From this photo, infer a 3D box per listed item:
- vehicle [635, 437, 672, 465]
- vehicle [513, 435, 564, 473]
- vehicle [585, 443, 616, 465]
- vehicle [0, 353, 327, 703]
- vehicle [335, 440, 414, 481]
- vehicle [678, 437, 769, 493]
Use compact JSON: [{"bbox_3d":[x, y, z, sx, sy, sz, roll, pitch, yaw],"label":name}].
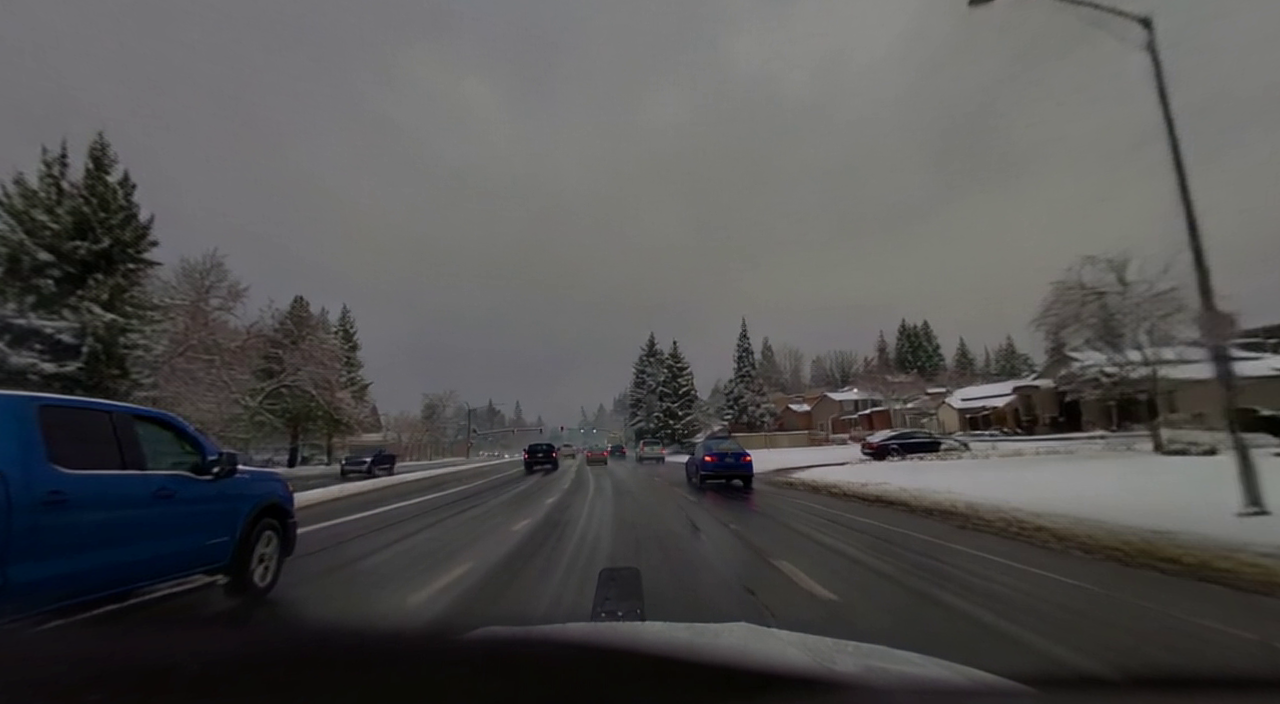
[{"bbox_3d":[0.873,6.852,43.933,2.099,1.845,4.363,1,-8,-6],"label":"vehicle"},{"bbox_3d":[-5.228,5.335,33.178,2.218,1.829,4.492,0,-8,-3],"label":"vehicle"},{"bbox_3d":[-2.829,7.122,44.336,2.030,1.477,4.330,1,-8,-5],"label":"vehicle"},{"bbox_3d":[-4.011,0.954,3.343,2.111,1.745,5.274,0,-8,-1],"label":"vehicle"},{"bbox_3d":[-13.528,5.532,32.542,2.206,1.939,4.859,0,-8,-3],"label":"vehicle"},{"bbox_3d":[2.337,3.313,18.895,1.884,1.463,4.195,0,-8,-4],"label":"vehicle"}]
